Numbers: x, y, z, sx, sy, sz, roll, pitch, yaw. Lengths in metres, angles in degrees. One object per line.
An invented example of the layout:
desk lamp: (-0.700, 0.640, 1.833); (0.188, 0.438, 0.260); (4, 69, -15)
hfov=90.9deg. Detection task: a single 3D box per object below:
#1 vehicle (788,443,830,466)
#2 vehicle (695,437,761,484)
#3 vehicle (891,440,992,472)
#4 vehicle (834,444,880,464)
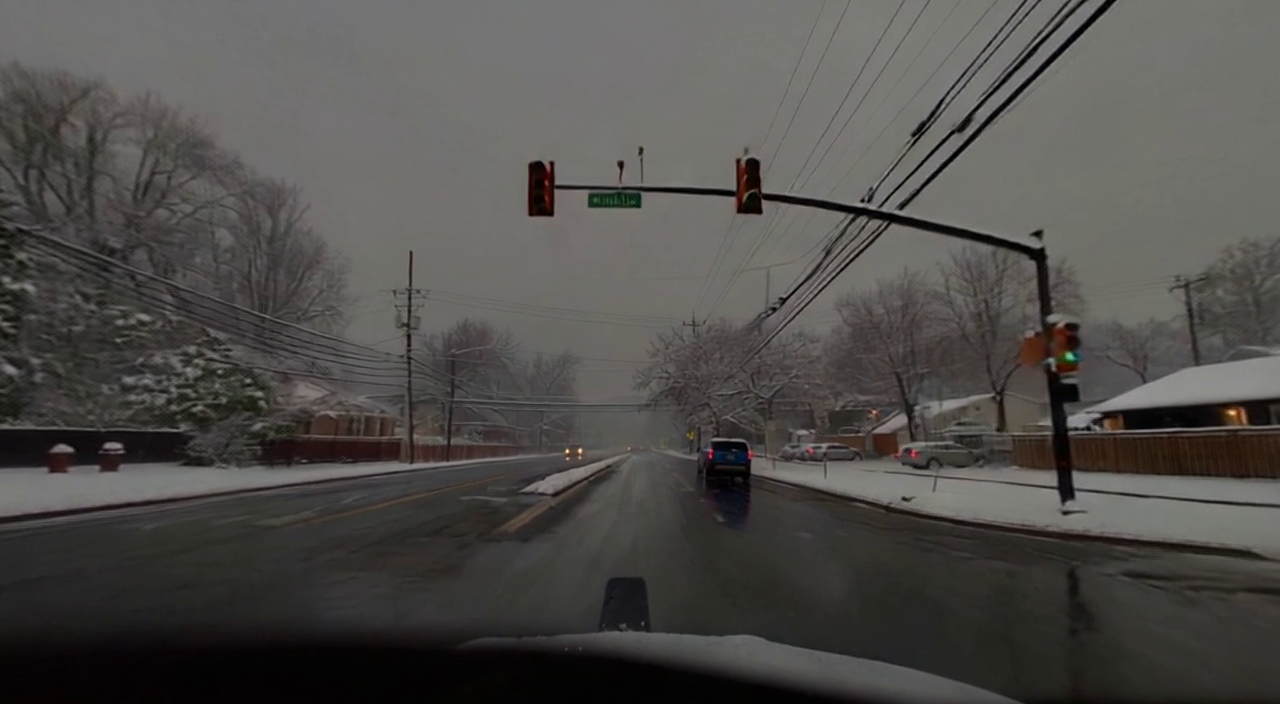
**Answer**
vehicle: (12.485, 7.566, 46.796); (1.970, 1.561, 4.725); (-1, -9, 3)
vehicle: (3.761, 4.737, 27.794); (2.144, 1.843, 4.827); (0, -9, -1)
vehicle: (15.411, 5.326, 32.370); (4.135, 1.558, 1.929); (0, -8, 1)
vehicle: (16.219, 7.616, 47.288); (1.747, 1.405, 4.372); (0, -8, -2)
